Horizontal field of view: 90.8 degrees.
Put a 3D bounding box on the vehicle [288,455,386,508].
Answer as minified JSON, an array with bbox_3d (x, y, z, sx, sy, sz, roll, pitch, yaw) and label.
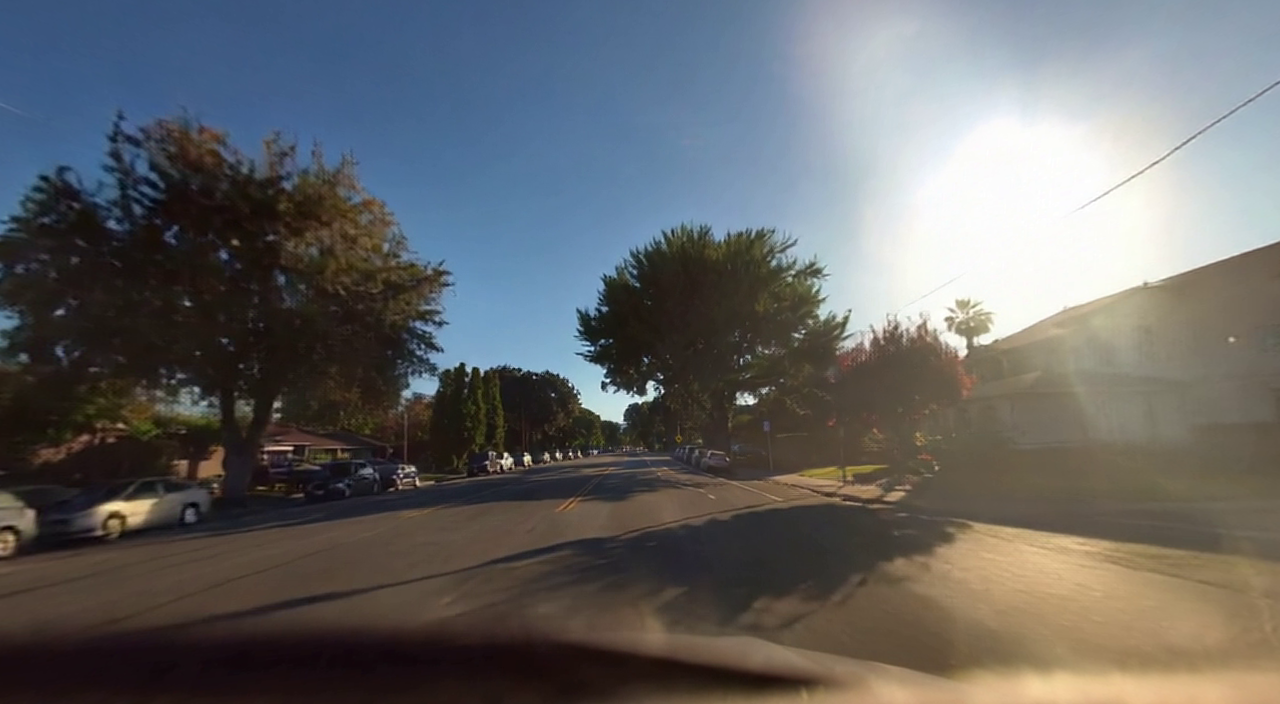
[{"bbox_3d":[-12.588,5.347,26.538,1.988,1.741,4.379,-6,-9,-1],"label":"vehicle"}]

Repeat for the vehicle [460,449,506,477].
[{"bbox_3d":[-12.146,8.652,49.238,2.156,1.935,5.464,-3,-10,0],"label":"vehicle"}]

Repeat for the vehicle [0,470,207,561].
[{"bbox_3d":[-12.382,3.620,14.478,1.795,1.472,4.601,-6,-9,-2],"label":"vehicle"}]

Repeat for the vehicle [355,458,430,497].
[{"bbox_3d":[-12.165,6.175,31.375,1.872,1.472,4.719,-7,-9,-1],"label":"vehicle"}]

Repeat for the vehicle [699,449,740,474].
[{"bbox_3d":[5.041,6.973,40.566,1.923,1.454,4.460,0,-9,-2],"label":"vehicle"}]
